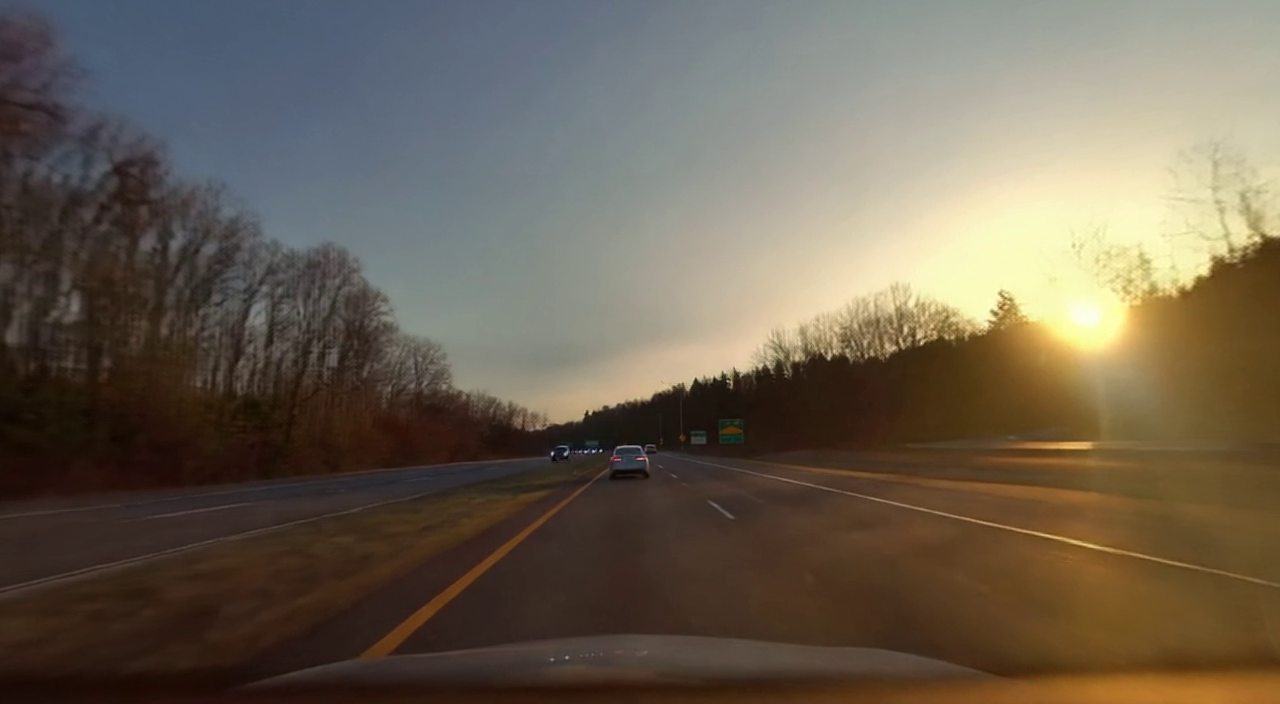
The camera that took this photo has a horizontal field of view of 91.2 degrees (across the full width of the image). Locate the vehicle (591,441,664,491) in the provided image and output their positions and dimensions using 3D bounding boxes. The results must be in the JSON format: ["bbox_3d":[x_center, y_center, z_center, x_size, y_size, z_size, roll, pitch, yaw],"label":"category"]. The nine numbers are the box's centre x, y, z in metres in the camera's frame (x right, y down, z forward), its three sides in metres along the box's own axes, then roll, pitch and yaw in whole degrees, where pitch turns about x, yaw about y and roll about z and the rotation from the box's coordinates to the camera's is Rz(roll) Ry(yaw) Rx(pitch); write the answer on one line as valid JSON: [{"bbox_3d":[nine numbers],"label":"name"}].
[{"bbox_3d":[-0.436,3.811,21.263,2.244,1.506,4.097,0,-9,-1],"label":"vehicle"}]
